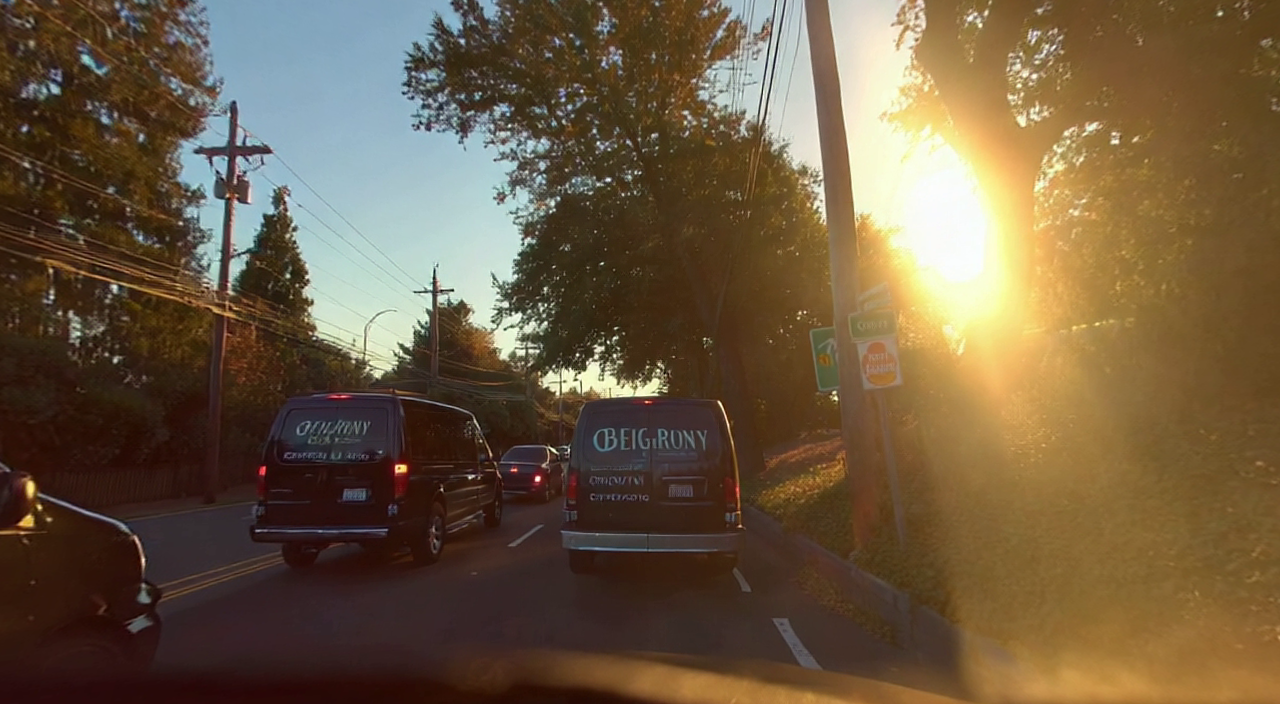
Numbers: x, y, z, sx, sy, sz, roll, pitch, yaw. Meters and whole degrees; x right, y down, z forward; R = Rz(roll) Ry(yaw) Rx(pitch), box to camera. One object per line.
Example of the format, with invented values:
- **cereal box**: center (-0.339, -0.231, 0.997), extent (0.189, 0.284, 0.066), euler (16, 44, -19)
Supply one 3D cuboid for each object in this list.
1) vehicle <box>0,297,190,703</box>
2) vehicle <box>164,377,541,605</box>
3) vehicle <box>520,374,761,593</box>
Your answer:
- **vehicle**: center (-3.151, 0.477, 0.246), extent (2.160, 1.796, 4.997), euler (0, -8, 1)
- **vehicle**: center (-2.753, 1.487, 7.622), extent (2.109, 1.851, 4.749), euler (-1, -8, 3)
- **vehicle**: center (0.111, 1.462, 7.700), extent (2.117, 1.911, 4.095), euler (-1, -8, 3)
